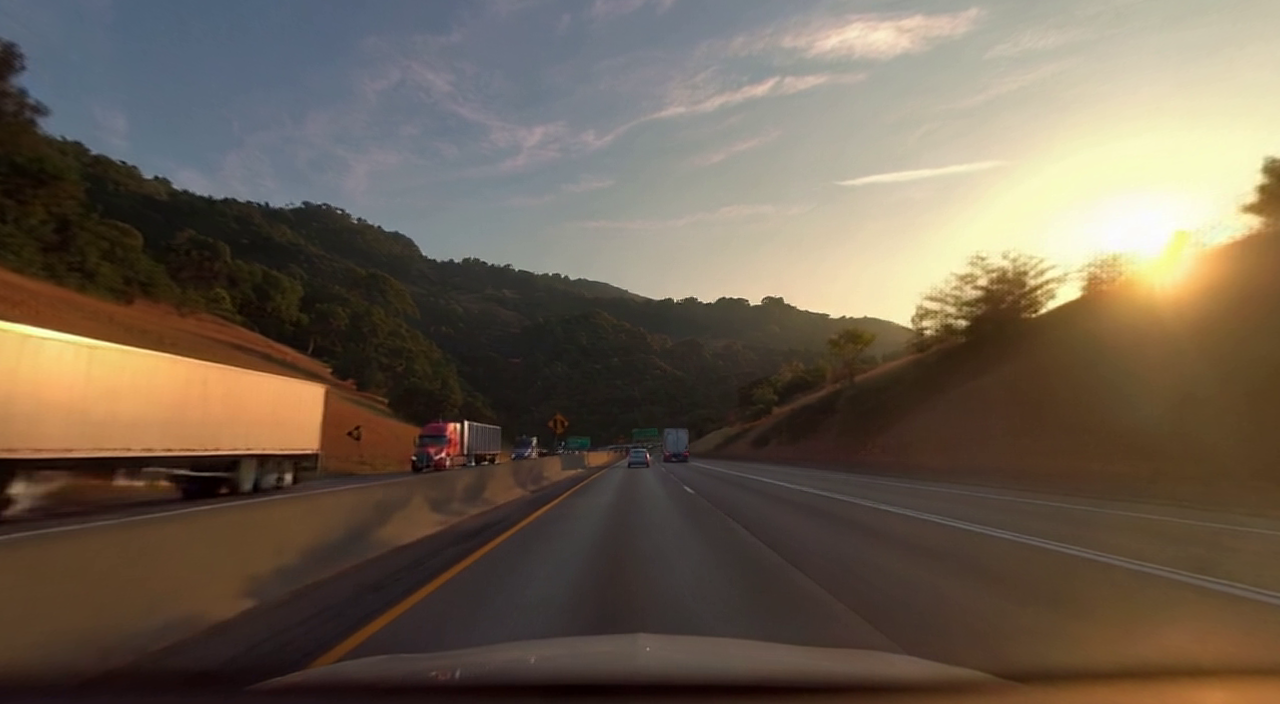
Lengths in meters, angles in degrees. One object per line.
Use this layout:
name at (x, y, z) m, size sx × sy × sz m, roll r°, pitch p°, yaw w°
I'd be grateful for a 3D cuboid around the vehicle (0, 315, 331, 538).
vehicle at (-12.970, 2.068, 16.171) m, size 2.859 × 3.965 × 14.502 m, roll 0°, pitch -9°, yaw -1°

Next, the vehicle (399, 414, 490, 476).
vehicle at (-13.111, 6.457, 43.668) m, size 2.919 × 3.755 × 10.586 m, roll 0°, pitch -9°, yaw 0°

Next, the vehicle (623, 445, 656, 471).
vehicle at (-0.031, 7.158, 42.908) m, size 2.137 × 1.689 × 4.051 m, roll 0°, pitch -9°, yaw 0°
